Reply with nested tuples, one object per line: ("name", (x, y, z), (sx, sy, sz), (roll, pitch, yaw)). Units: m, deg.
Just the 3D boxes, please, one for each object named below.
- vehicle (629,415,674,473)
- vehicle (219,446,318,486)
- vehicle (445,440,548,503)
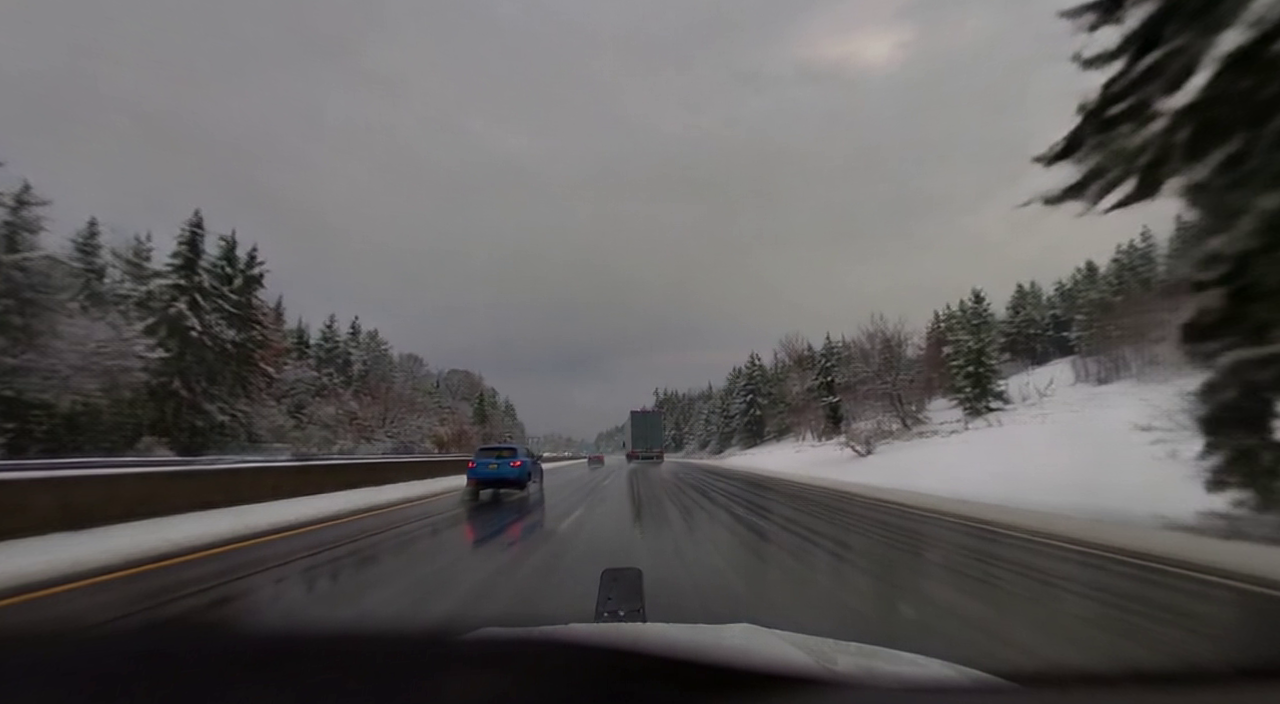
("vehicle", (0.674, 6.591, 44.811), (2.893, 3.628, 9.081), (0, -9, -1))
("vehicle", (-15.915, 4.877, 27.248), (1.871, 1.578, 3.906), (0, -9, 0))
("vehicle", (-3.973, 3.372, 18.168), (1.977, 1.602, 3.944), (0, -9, 1))
